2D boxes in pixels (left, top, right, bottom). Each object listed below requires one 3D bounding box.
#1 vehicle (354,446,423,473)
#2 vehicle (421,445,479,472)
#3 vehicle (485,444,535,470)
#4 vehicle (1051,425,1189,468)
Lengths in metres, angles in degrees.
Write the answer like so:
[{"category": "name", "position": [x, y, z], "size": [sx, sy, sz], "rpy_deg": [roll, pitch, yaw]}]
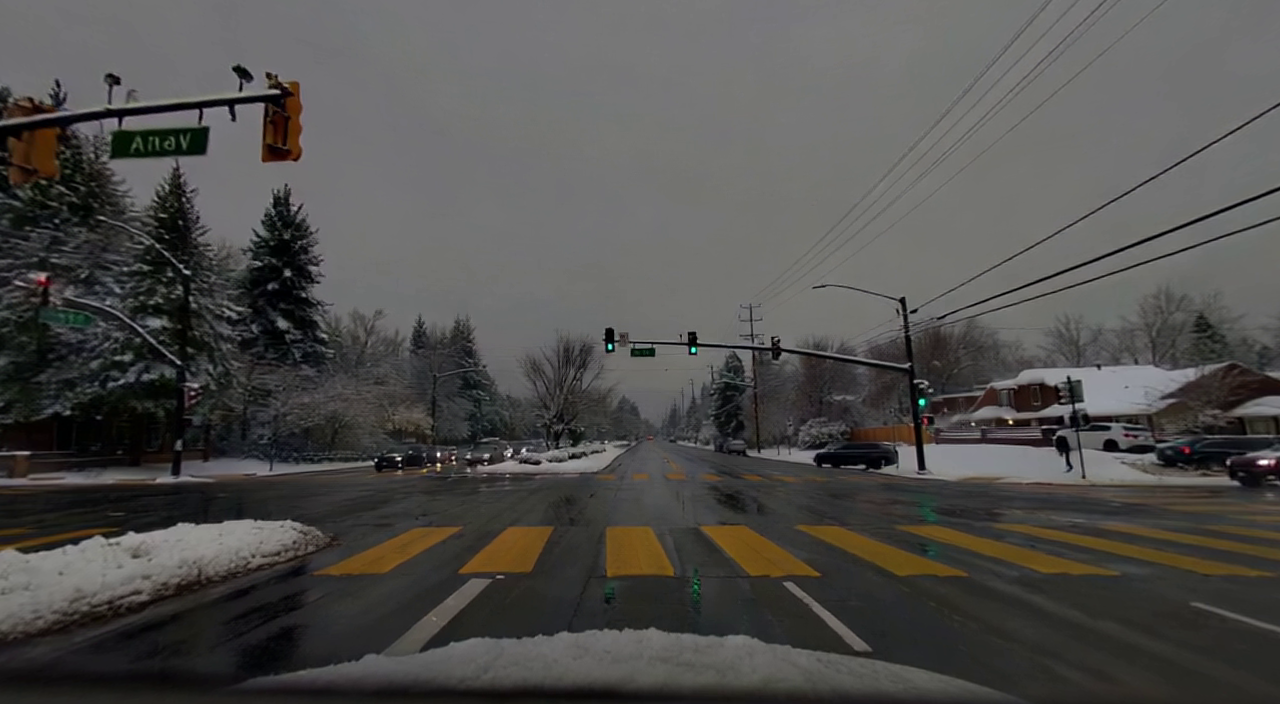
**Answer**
[{"category": "vehicle", "position": [-14.616, 6.263, 36.910], "size": [2.035, 1.470, 4.677], "rpy_deg": [0, -8, 1]}, {"category": "vehicle", "position": [-10.944, 6.121, 36.549], "size": [2.007, 1.451, 4.242], "rpy_deg": [0, -8, 0]}, {"category": "vehicle", "position": [-7.643, 6.183, 37.460], "size": [1.958, 1.415, 4.312], "rpy_deg": [0, -8, 1]}, {"category": "vehicle", "position": [25.304, 5.008, 33.560], "size": [2.177, 2.086, 5.514], "rpy_deg": [2, -9, -14]}]
